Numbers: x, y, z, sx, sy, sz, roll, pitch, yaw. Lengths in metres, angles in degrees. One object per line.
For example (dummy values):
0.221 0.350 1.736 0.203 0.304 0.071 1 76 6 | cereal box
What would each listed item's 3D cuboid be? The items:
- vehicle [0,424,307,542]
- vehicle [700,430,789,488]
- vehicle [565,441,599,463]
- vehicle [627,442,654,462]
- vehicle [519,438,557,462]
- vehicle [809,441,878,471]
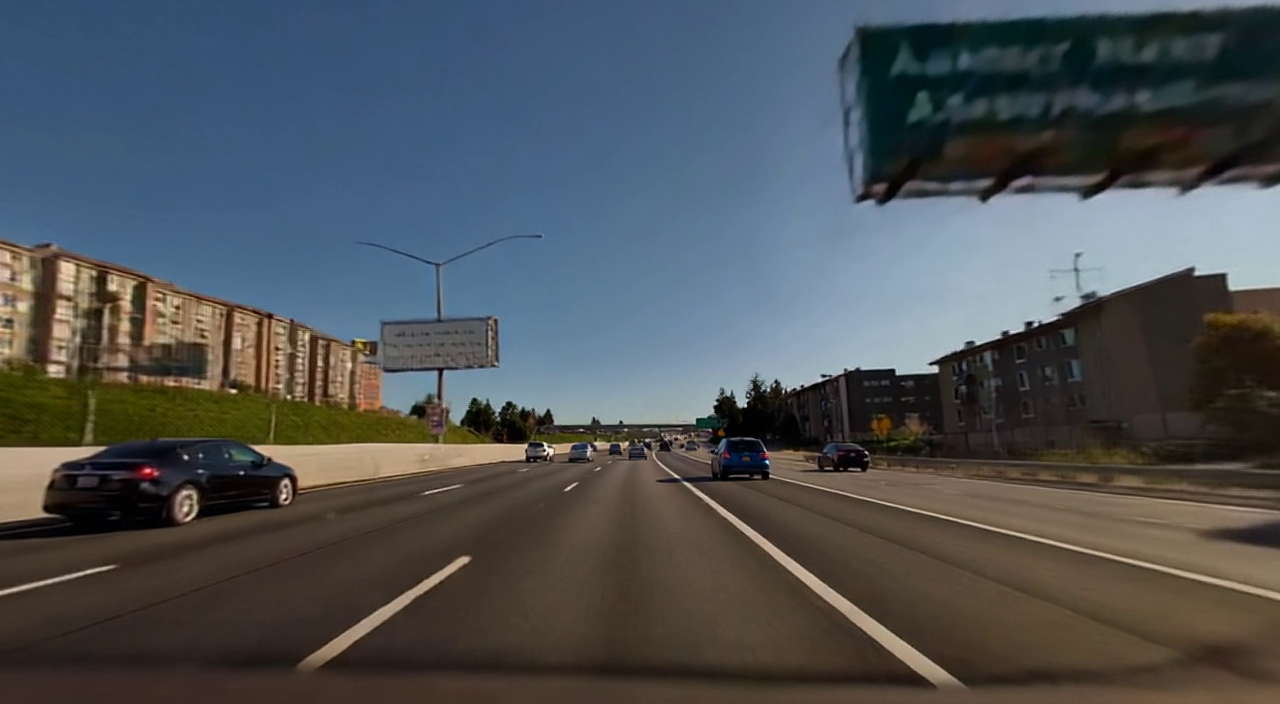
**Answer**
-7.718 2.022 10.389 2.021 1.496 4.495 0 -9 0 | vehicle
3.320 3.514 20.987 2.080 1.694 4.286 0 -9 -2 | vehicle
-3.995 6.988 44.254 2.002 1.466 4.378 0 -9 0 | vehicle
0.015 7.572 48.026 1.992 1.431 4.055 0 -9 -1 | vehicle
-7.712 7.441 48.210 2.057 1.733 4.589 0 -9 1 | vehicle
10.591 5.427 33.228 2.061 1.459 4.273 0 -9 -2 | vehicle
